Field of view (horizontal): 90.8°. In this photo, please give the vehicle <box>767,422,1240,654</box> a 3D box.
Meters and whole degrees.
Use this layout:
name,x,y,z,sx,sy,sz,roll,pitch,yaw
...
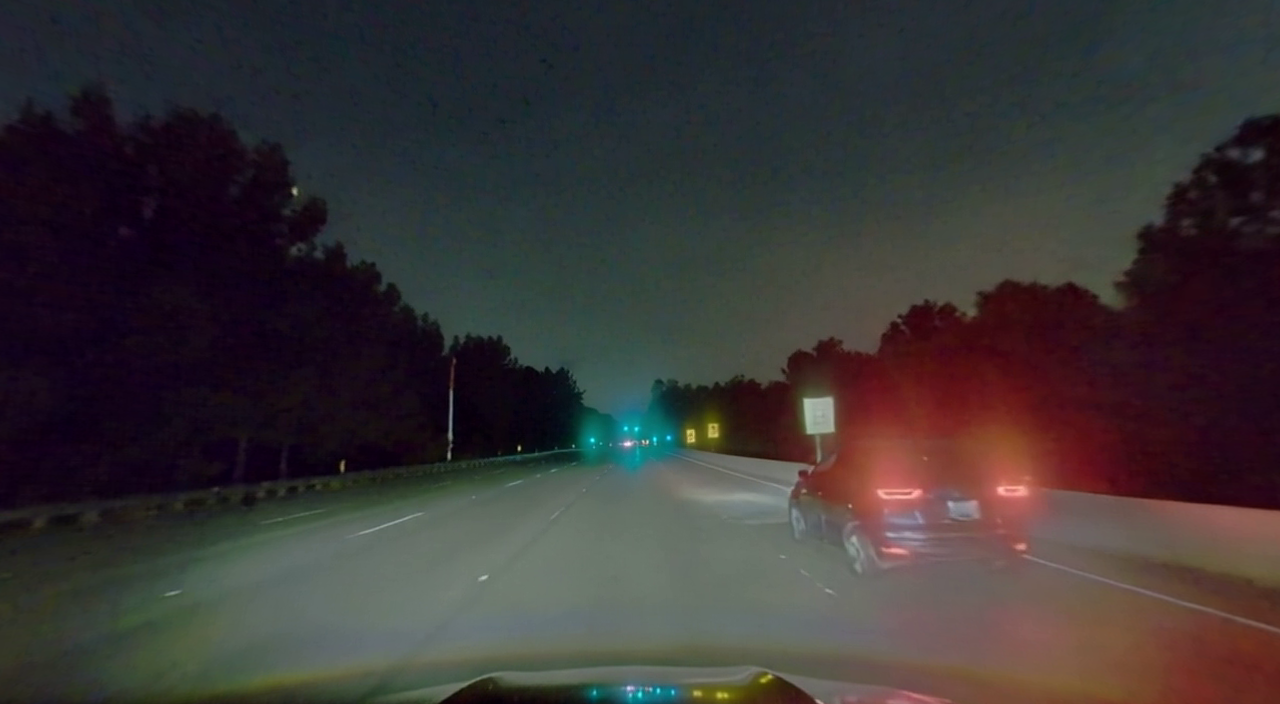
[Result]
name,x,y,z,sx,sy,sz,roll,pitch,yaw
vehicle,2.789,1.526,6.345,2.042,1.469,4.470,0,-8,-1
